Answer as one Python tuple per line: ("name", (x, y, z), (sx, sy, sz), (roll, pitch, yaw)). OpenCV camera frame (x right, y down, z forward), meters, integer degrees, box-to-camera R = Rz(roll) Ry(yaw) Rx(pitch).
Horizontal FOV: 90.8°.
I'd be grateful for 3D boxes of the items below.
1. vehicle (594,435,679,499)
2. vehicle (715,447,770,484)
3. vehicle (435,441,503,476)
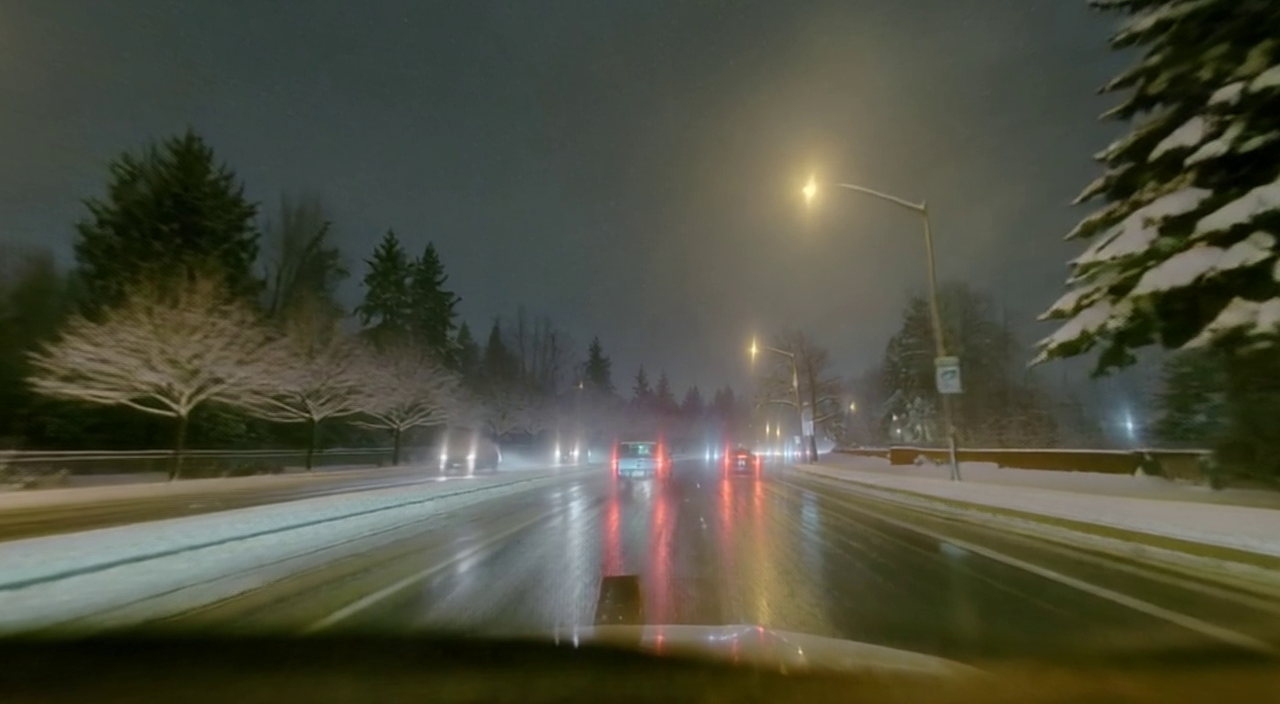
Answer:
("vehicle", (0.035, 3.396, 19.089), (2.105, 1.676, 4.541), (-1, -9, 5))
("vehicle", (4.399, 4.893, 27.675), (2.147, 1.474, 4.083), (-1, -9, 6))
("vehicle", (-9.437, 5.925, 35.258), (2.034, 1.791, 4.582), (-1, -9, 7))
